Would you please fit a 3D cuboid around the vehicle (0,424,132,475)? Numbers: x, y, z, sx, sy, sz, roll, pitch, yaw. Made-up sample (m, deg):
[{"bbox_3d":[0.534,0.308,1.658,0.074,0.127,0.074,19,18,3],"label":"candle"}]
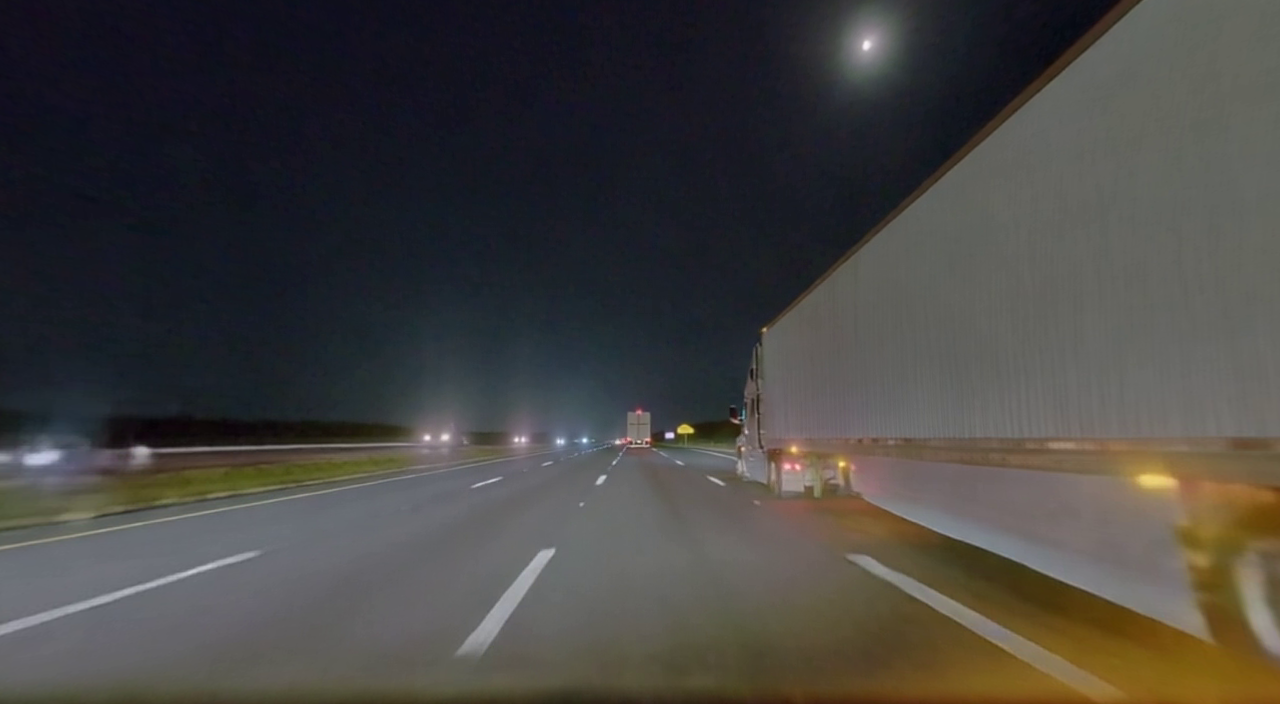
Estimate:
[{"bbox_3d":[-19.075,3.097,20.151,1.839,1.447,4.563,-1,-8,-1],"label":"vehicle"}]
